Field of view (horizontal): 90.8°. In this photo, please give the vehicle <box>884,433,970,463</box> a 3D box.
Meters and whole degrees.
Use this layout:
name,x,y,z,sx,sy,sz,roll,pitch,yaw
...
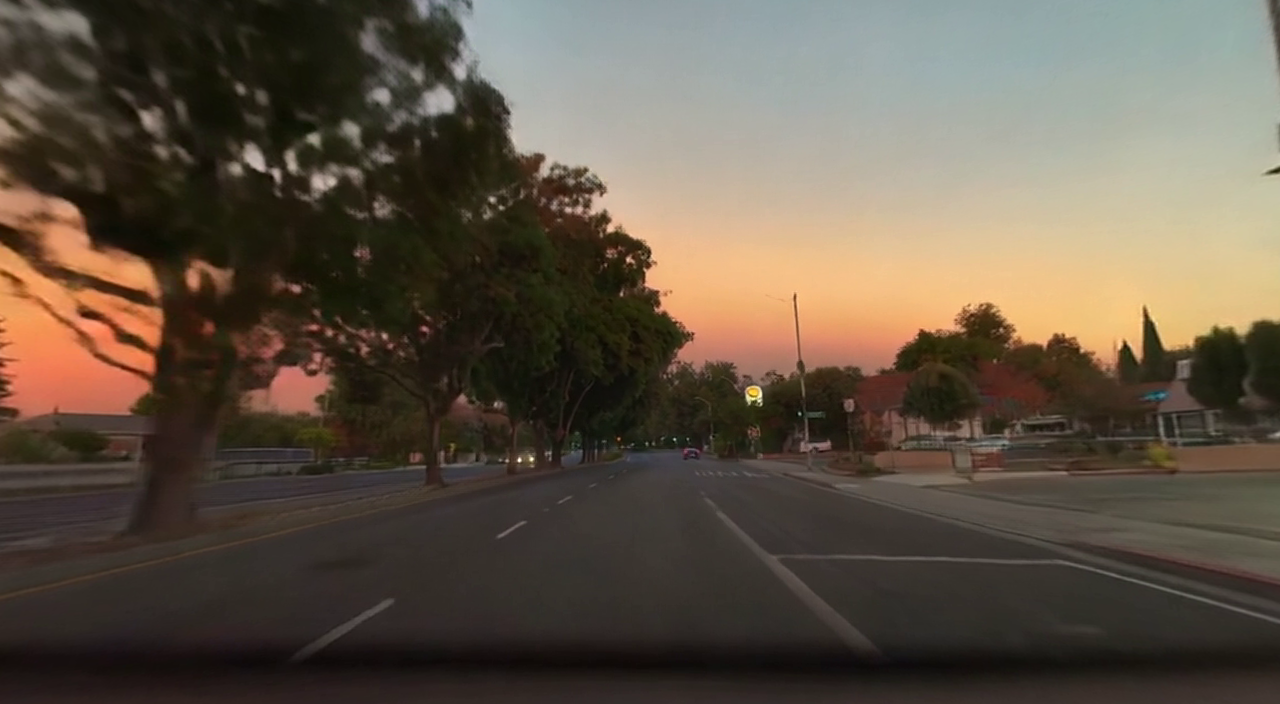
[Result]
name,x,y,z,sx,sy,sz,roll,pitch,yaw
vehicle,18.678,6.272,41.200,4.543,1.838,2.127,1,-9,-7

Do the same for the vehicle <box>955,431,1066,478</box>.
name,x,y,z,sx,sy,sz,roll,pitch,yaw
vehicle,13.716,3.831,23.294,4.744,1.475,2.008,9,-16,-41
